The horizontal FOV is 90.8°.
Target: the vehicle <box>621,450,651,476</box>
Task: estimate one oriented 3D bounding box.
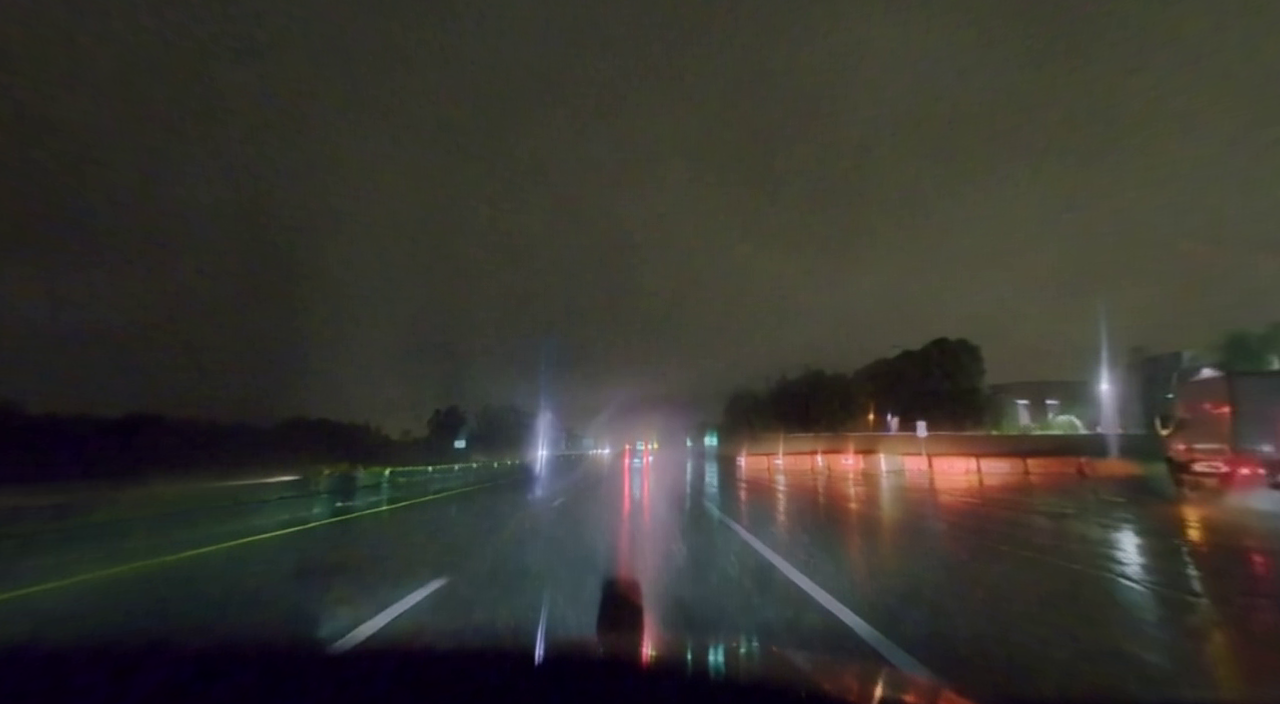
[{"bbox_3d":[-0.226,6.622,37.801,1.695,1.437,3.506,0,-9,1],"label":"vehicle"}]
